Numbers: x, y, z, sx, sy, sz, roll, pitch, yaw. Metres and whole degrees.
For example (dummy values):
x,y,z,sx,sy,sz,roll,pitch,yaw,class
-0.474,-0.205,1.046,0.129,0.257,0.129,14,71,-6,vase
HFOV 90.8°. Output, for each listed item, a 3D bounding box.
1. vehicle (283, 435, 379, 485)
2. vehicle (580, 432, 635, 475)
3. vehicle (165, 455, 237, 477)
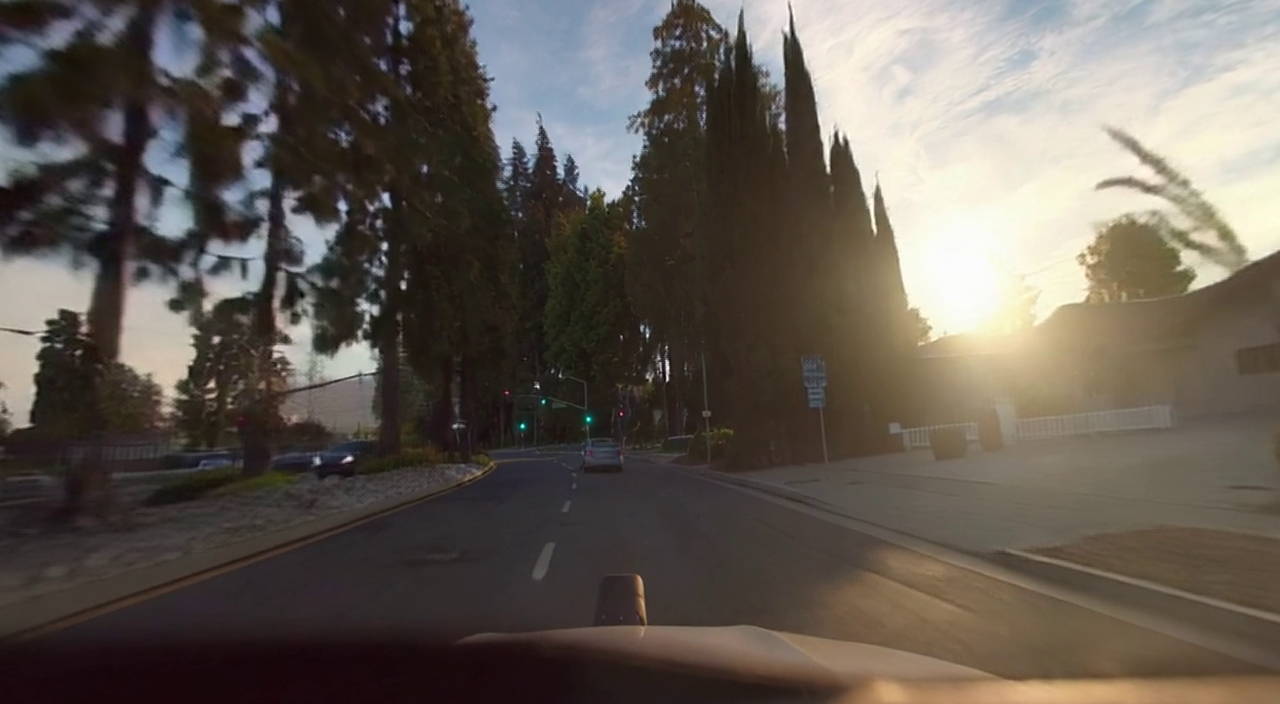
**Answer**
x,y,z,sx,sy,sz,roll,pitch,yaw,class
-13.690,4.800,28.448,2.259,1.973,5.712,1,-9,-9,vehicle
-1.516,4.476,27.934,1.990,1.707,4.225,1,-9,-9,vehicle
-34.643,8.965,49.958,4.271,1.640,2.033,4,-9,-25,vehicle
